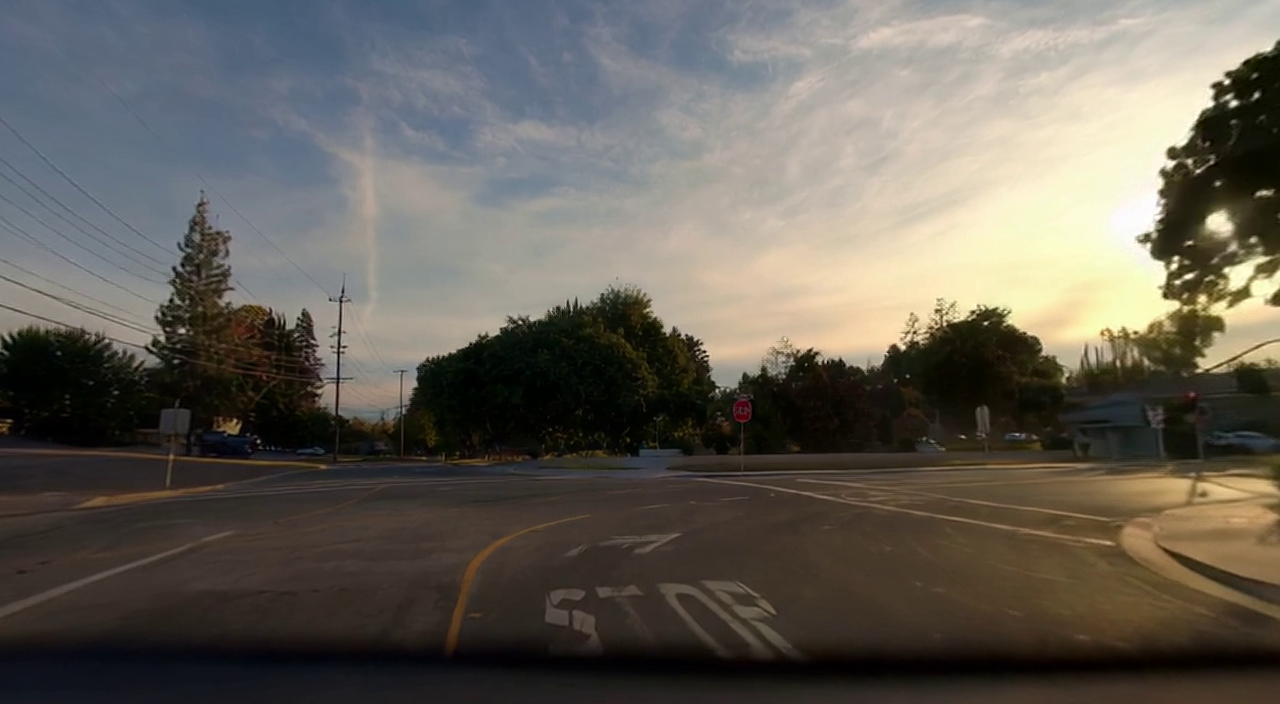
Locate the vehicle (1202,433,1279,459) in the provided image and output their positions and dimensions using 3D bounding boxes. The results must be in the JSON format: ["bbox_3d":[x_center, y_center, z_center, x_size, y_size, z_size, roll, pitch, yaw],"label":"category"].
[{"bbox_3d":[47.186,7.181,48.065,2.192,1.897,5.871,4,-9,-27],"label":"vehicle"}]
